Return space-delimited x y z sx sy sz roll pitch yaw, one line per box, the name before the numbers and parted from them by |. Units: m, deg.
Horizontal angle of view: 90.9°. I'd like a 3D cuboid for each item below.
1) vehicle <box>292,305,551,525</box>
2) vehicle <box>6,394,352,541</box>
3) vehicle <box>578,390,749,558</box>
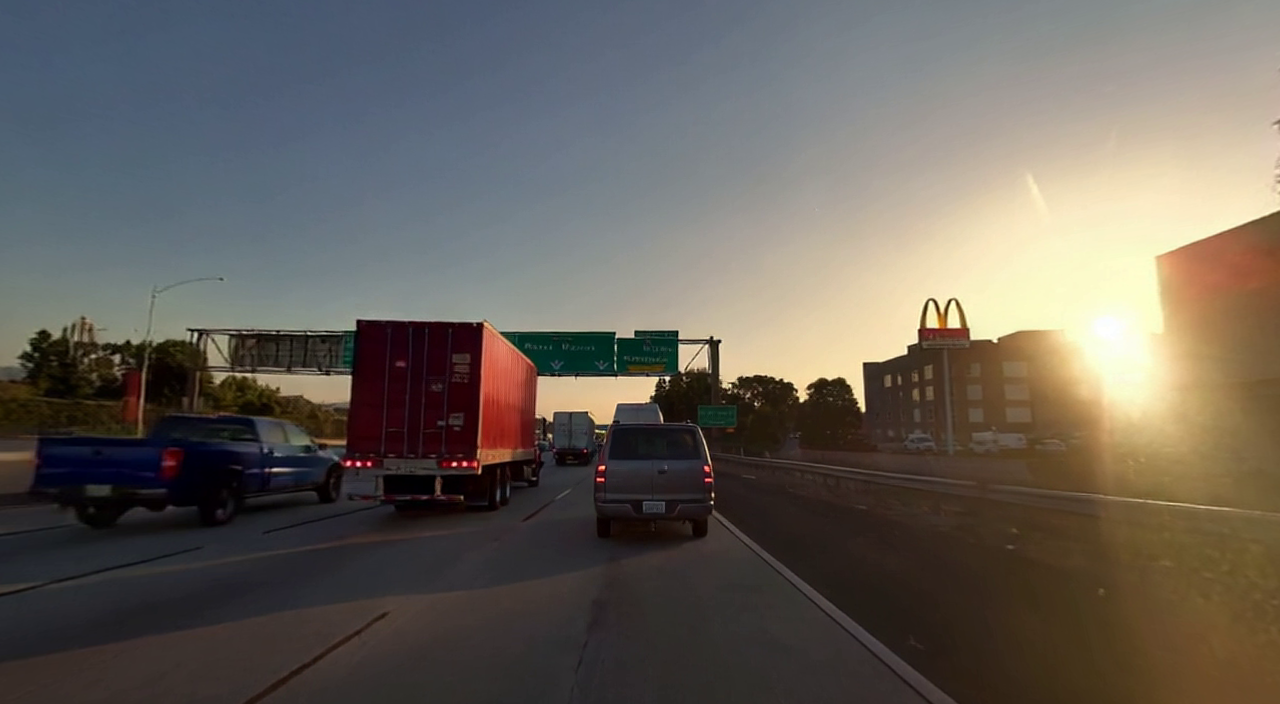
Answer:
vehicle | -4.045 1.608 14.348 2.814 3.513 8.529 0 -9 0
vehicle | -7.754 2.038 11.696 2.218 2.047 5.586 0 -9 -1
vehicle | 0.171 1.694 9.301 1.947 1.910 4.040 0 -9 -3
